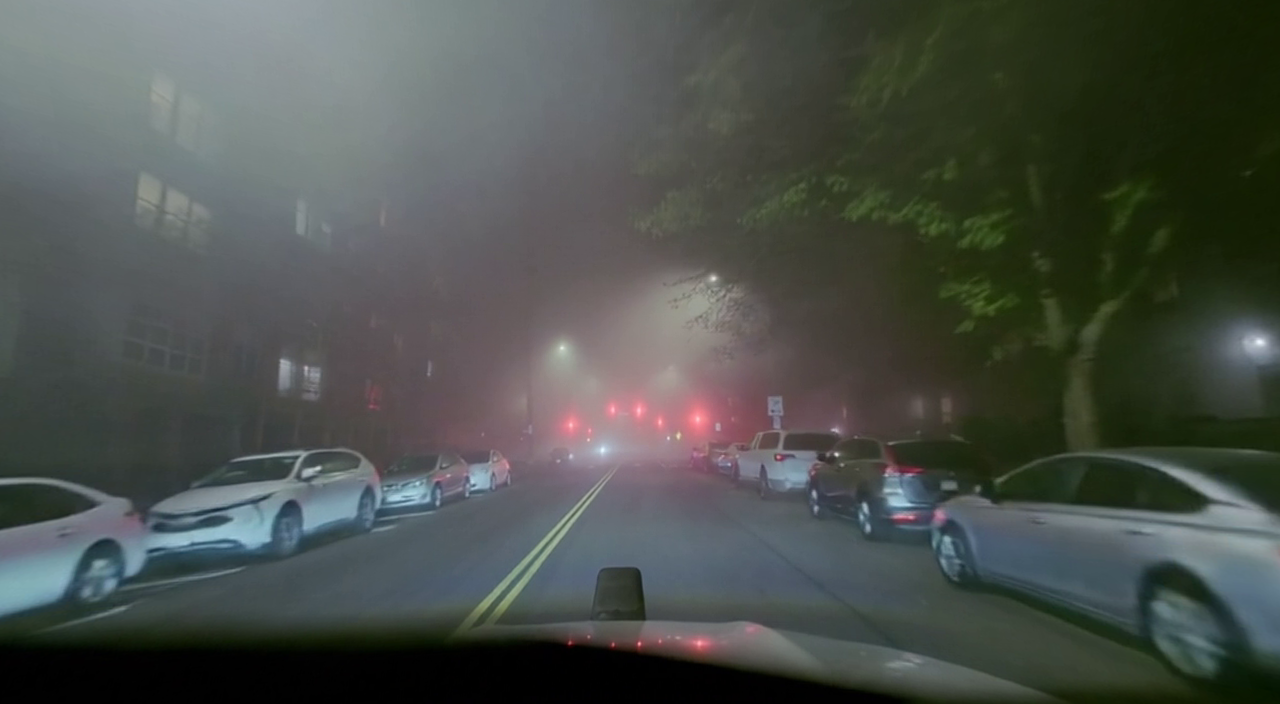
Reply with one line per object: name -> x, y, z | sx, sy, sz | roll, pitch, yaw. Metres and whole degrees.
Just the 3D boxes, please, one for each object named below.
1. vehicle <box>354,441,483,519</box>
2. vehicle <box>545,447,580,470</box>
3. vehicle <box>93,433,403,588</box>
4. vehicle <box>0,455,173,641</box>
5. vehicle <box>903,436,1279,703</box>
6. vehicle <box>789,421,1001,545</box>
vehicle -> -5.870, 3.380, 17.307 | 1.929, 1.681, 4.216 | -6, -8, 0
vehicle -> -5.773, 7.983, 47.505 | 1.947, 1.473, 4.397 | -4, -8, 1
vehicle -> -5.969, 2.386, 10.494 | 2.077, 1.756, 4.665 | -7, -9, 1
vehicle -> -6.041, 1.643, 4.805 | 1.765, 1.426, 4.349 | -6, -8, -1
vehicle -> 3.816, 1.354, 4.680 | 1.696, 1.416, 4.585 | 0, -8, -1
vehicle -> 3.992, 2.098, 10.803 | 1.782, 1.669, 4.226 | 0, -8, -1
